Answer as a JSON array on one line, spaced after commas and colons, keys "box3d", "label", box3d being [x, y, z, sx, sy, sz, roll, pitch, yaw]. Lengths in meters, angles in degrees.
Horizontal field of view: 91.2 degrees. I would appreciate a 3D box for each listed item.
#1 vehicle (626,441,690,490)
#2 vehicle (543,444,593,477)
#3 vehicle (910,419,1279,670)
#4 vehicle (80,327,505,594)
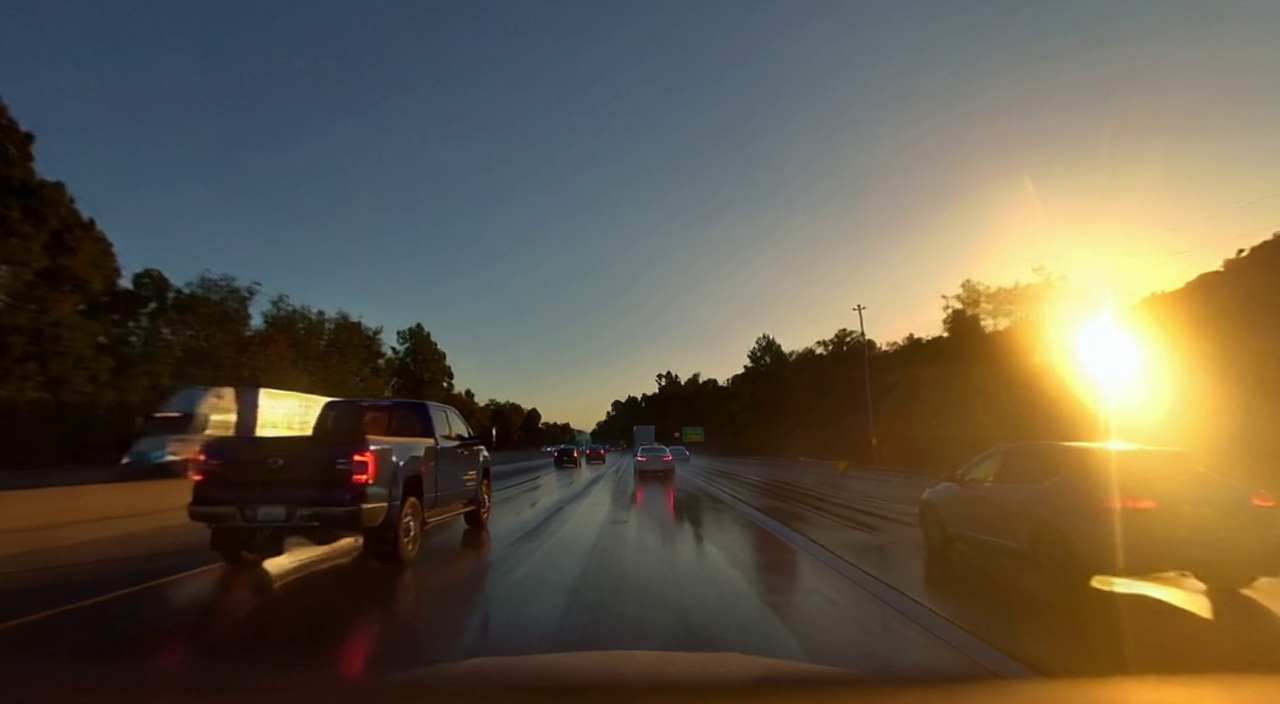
[{"box3d": [0.539, 3.918, 21.949, 2.015, 1.526, 4.286, 0, -9, -1], "label": "vehicle"}, {"box3d": [-3.522, 5.372, 31.295, 1.940, 1.502, 4.463, 0, -9, 0], "label": "vehicle"}, {"box3d": [4.428, 1.467, 5.864, 1.961, 1.491, 4.035, 0, -9, -1], "label": "vehicle"}, {"box3d": [-3.837, 1.431, 8.851, 2.523, 2.458, 6.022, 0, -9, 0], "label": "vehicle"}]
